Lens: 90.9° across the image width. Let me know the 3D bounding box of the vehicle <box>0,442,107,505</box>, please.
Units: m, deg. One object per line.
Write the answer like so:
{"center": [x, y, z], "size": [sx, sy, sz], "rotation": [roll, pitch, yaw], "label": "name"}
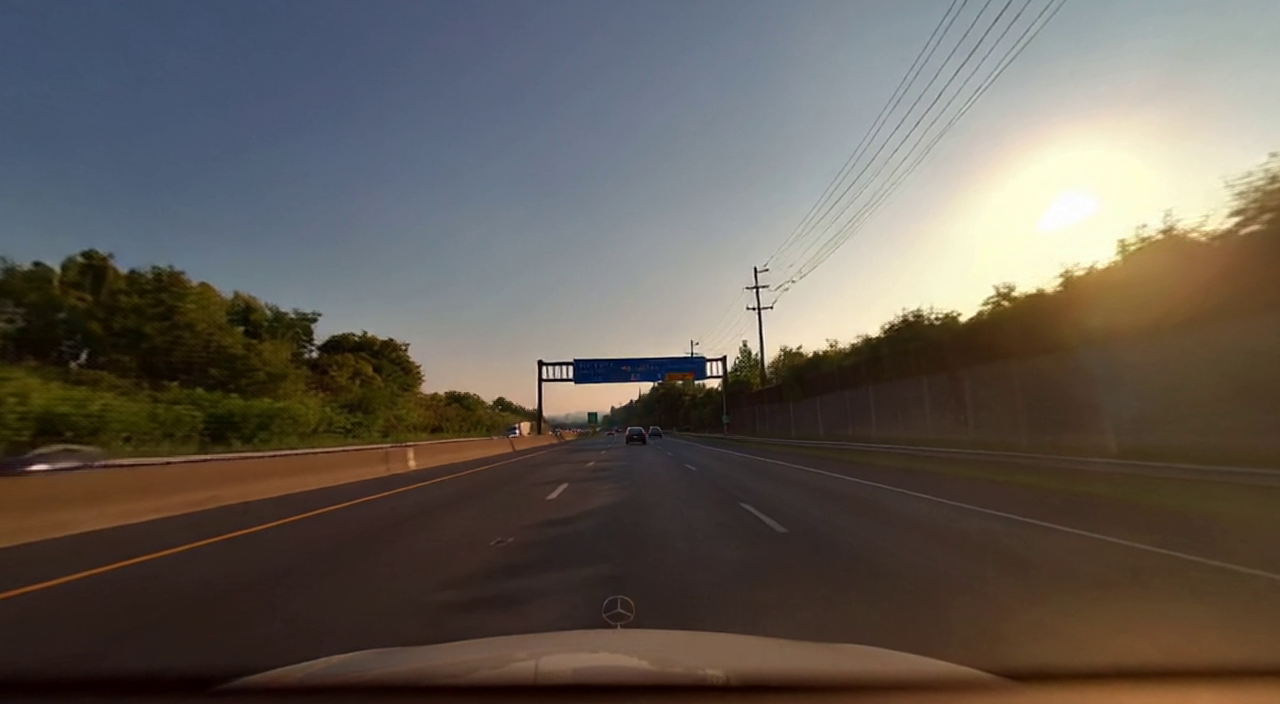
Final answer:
{"center": [-16.547, 3.073, 16.113], "size": [1.860, 1.505, 4.566], "rotation": [0, -8, -1], "label": "vehicle"}
